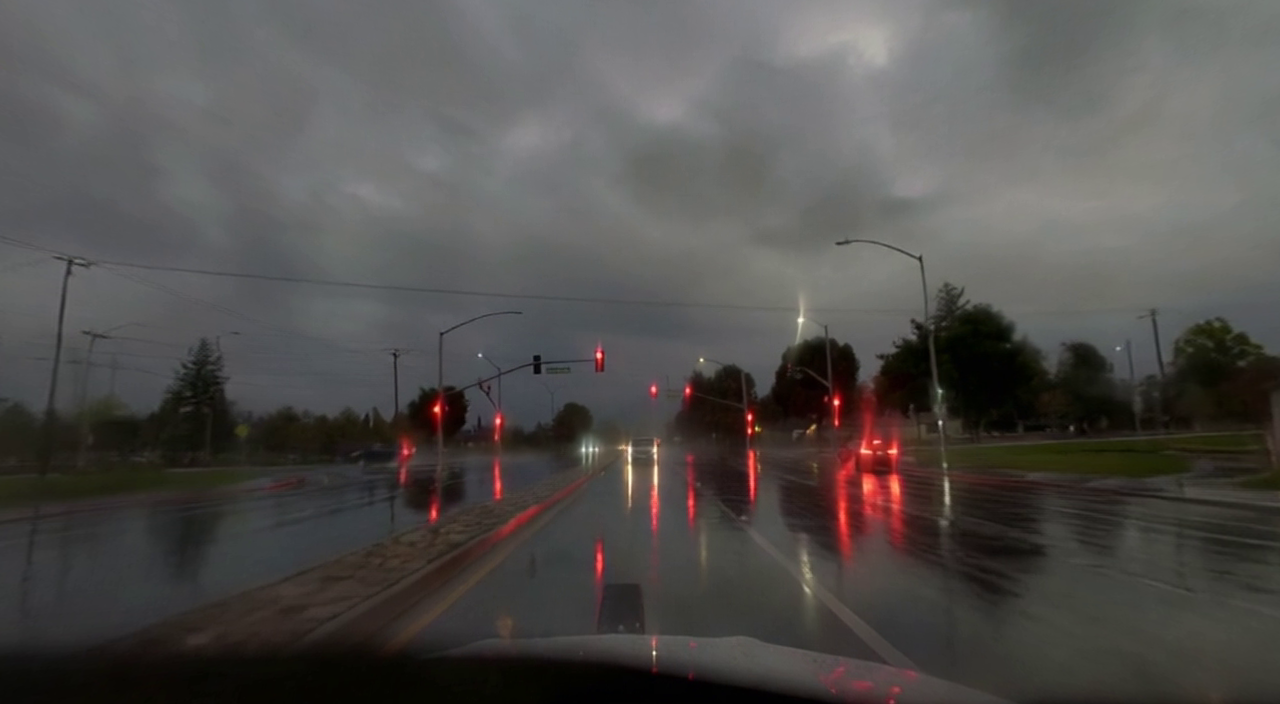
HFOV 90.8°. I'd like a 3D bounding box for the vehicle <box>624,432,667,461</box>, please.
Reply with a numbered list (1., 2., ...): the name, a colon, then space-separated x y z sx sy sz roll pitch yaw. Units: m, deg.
1. vehicle: 0.369 5.521 36.813 2.074 1.570 3.647 -1 -8 8
